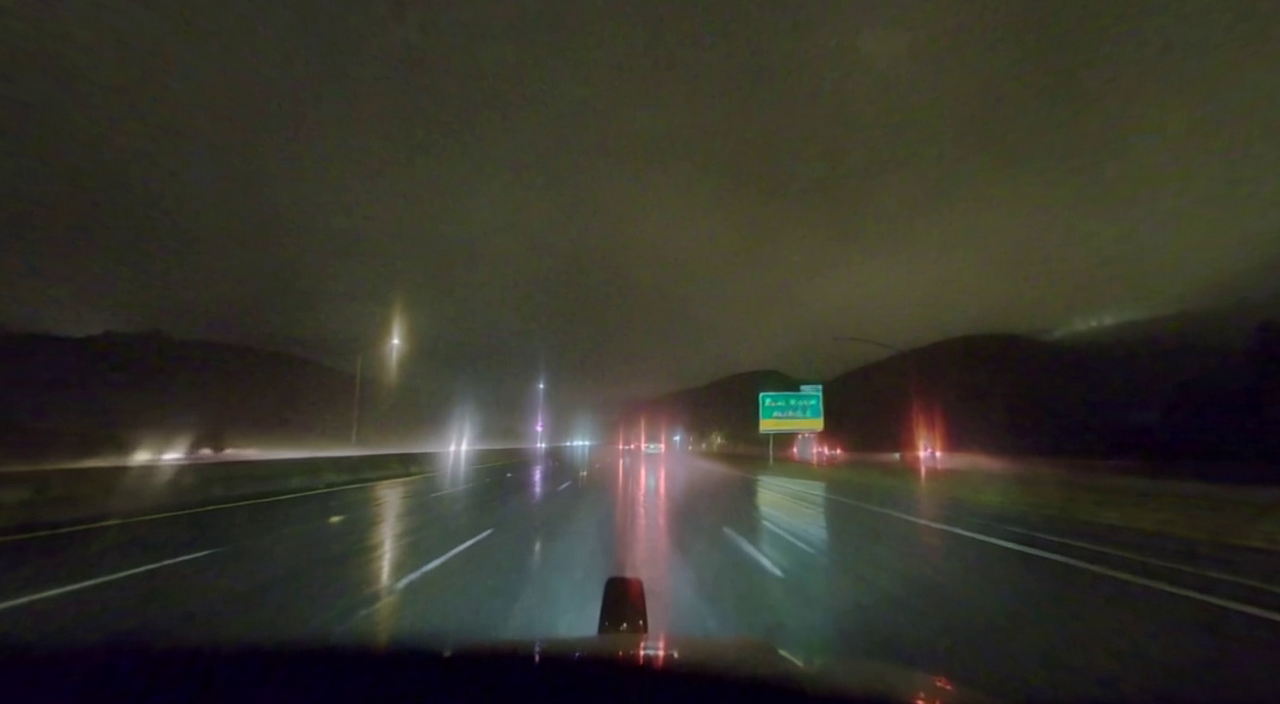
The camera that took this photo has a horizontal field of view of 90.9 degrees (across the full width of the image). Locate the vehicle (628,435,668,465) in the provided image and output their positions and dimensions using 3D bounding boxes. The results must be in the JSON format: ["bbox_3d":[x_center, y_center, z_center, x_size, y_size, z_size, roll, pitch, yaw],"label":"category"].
[{"bbox_3d":[0.469,6.777,43.672,2.431,1.916,4.808,0,-9,-3],"label":"vehicle"}]

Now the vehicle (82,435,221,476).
[{"bbox_3d":[-20.522,4.360,26.846,2.042,1.524,4.936,-1,-9,-1],"label":"vehicle"}]
